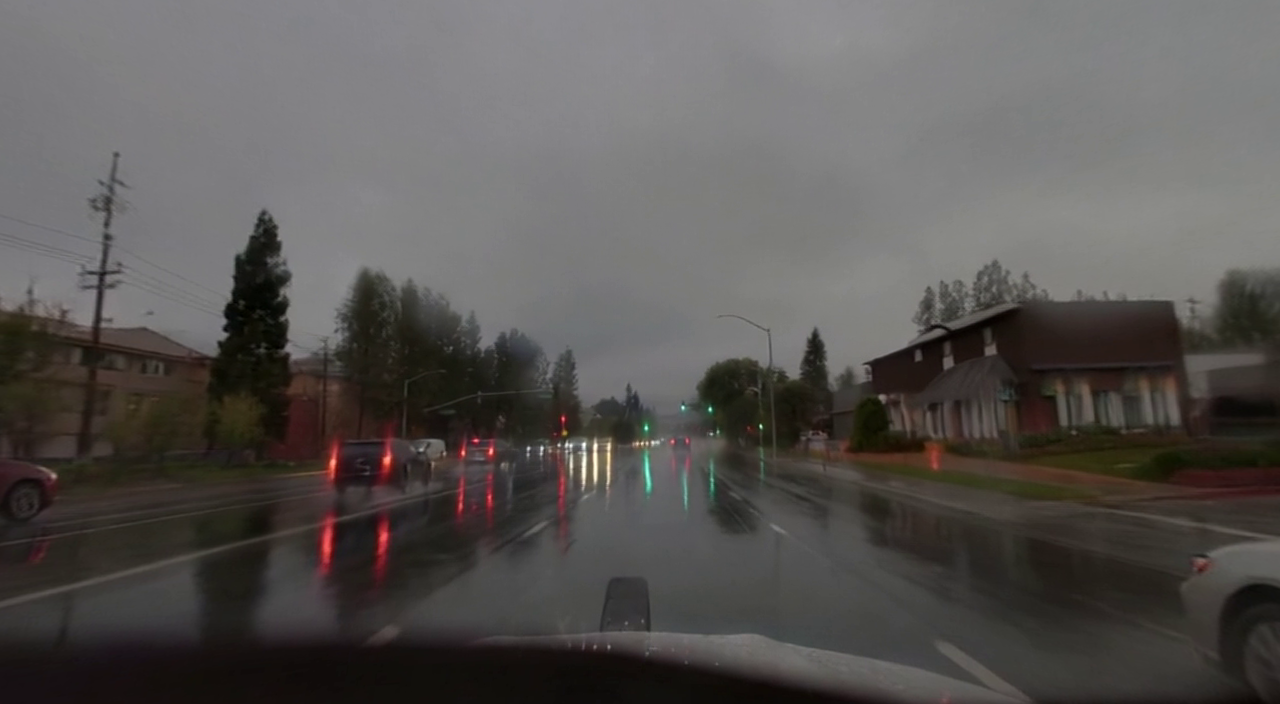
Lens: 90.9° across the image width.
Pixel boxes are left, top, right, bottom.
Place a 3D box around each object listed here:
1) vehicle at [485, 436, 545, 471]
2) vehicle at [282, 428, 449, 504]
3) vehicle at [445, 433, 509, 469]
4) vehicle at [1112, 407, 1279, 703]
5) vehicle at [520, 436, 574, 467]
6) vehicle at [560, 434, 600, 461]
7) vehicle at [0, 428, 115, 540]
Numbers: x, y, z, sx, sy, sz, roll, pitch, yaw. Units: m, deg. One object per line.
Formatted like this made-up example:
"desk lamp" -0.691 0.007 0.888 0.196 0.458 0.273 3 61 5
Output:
"vehicle" -5.983 4.918 30.694 1.870 1.616 3.765 -1 -9 4
"vehicle" -6.482 2.739 15.579 1.988 1.597 4.404 0 -9 2
"vehicle" -8.746 5.357 34.295 2.051 1.801 4.370 -1 -9 4
"vehicle" 3.839 0.787 1.379 2.003 1.494 4.705 0 -9 1
"vehicle" -5.331 5.801 36.844 2.121 1.630 4.642 -1 -9 4
"vehicle" -4.249 6.882 45.387 1.951 1.809 4.917 -1 -9 6
"vehicle" -9.962 1.794 8.423 1.951 1.554 4.444 0 -9 2
